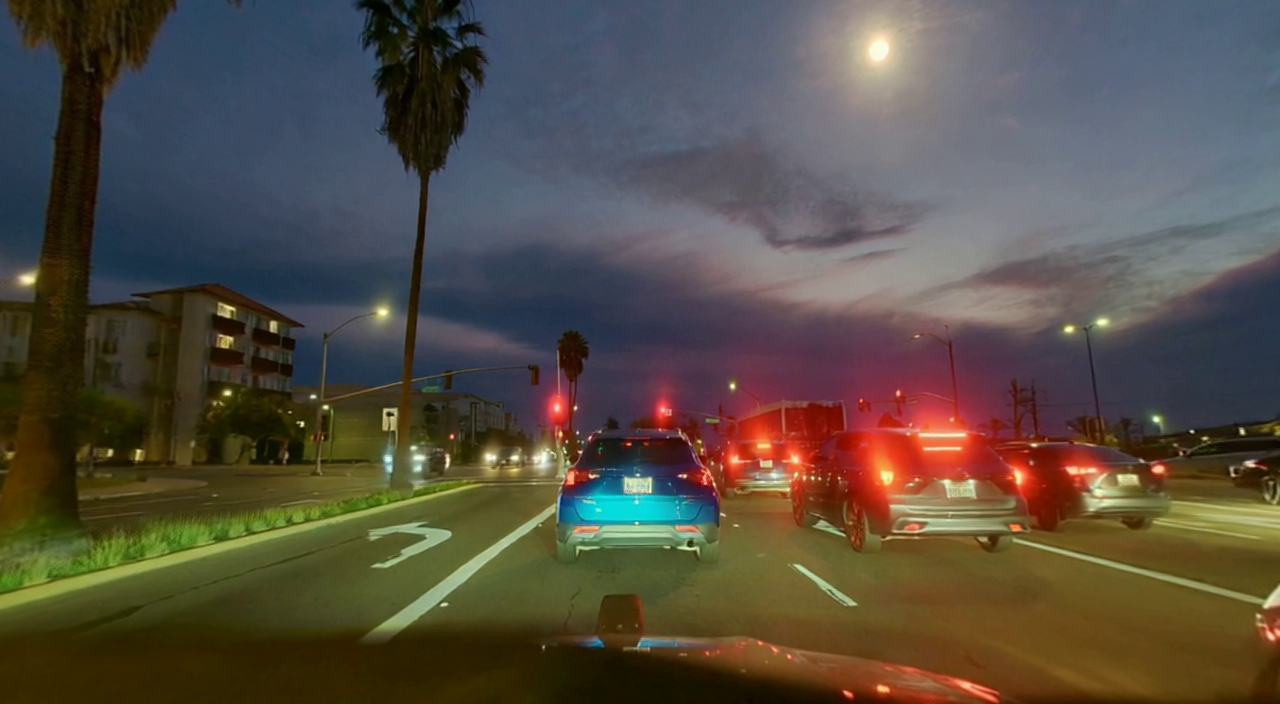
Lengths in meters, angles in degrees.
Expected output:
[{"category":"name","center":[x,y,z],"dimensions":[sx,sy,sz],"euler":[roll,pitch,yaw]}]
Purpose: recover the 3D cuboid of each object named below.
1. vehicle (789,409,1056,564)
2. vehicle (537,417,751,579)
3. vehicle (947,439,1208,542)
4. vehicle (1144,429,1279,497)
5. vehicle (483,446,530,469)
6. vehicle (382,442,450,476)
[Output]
[{"category":"vehicle","center":[3.668,1.824,9.218],"dimensions":[1.947,1.725,4.159],"euler":[0,-9,0]},{"category":"vehicle","center":[0.030,1.736,8.253],"dimensions":[2.083,1.572,4.021],"euler":[0,-9,0]},{"category":"vehicle","center":[7.368,2.328,11.254],"dimensions":[1.832,1.477,3.981],"euler":[0,-9,1]},{"category":"vehicle","center":[18.056,3.211,18.449],"dimensions":[4.786,1.848,2.107],"euler":[0,-9,-1]},{"category":"vehicle","center":[-9.172,7.304,43.877],"dimensions":[2.168,1.462,4.505],"euler":[0,-9,1]},{"category":"vehicle","center":[-12.491,5.980,35.605],"dimensions":[2.180,1.776,4.521],"euler":[0,-9,0]}]
